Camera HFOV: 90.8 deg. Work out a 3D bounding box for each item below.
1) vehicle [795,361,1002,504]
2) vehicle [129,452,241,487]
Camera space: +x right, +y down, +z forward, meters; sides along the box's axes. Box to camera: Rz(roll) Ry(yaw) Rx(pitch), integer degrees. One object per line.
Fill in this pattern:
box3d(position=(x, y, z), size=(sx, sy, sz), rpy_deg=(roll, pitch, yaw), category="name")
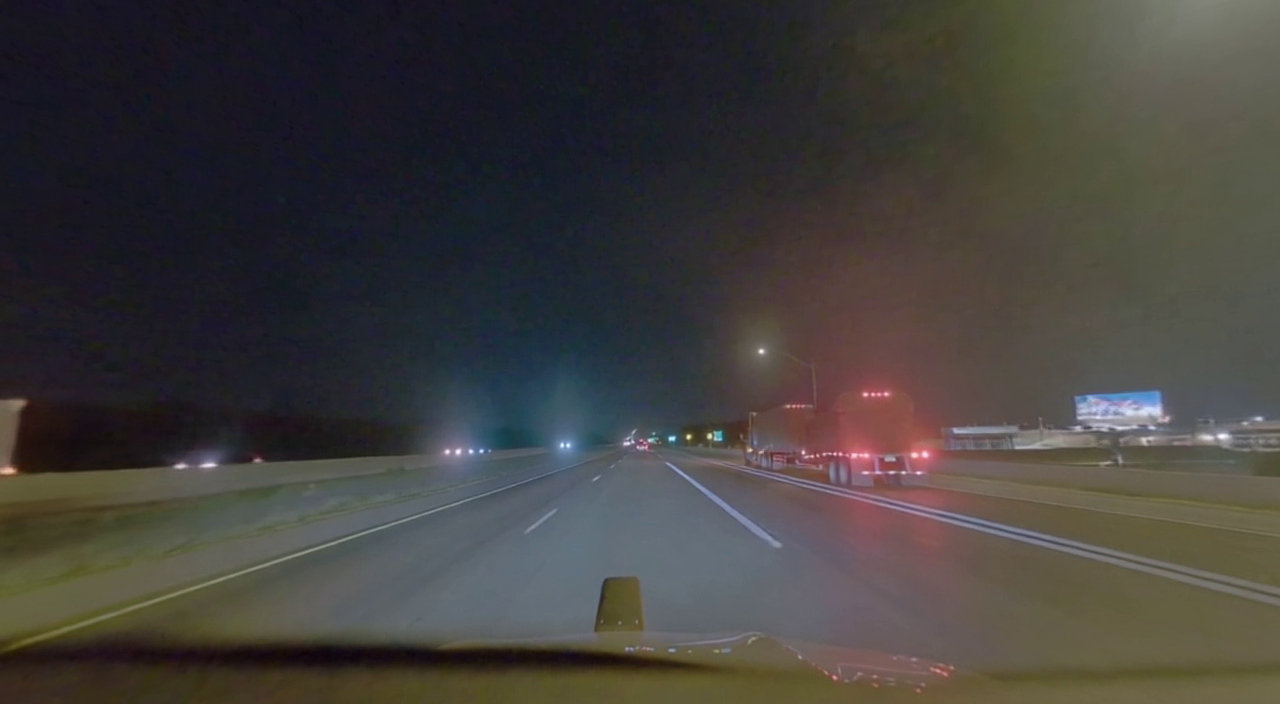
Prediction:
box3d(position=(6.786, 2.375, 18.267), size=(2.793, 3.204, 7.997), rpy_deg=(-1, -8, 2), category="vehicle")
box3d(position=(-21.811, 5.609, 30.521), size=(1.964, 1.493, 4.550), rpy_deg=(0, -8, 1), category="vehicle")
